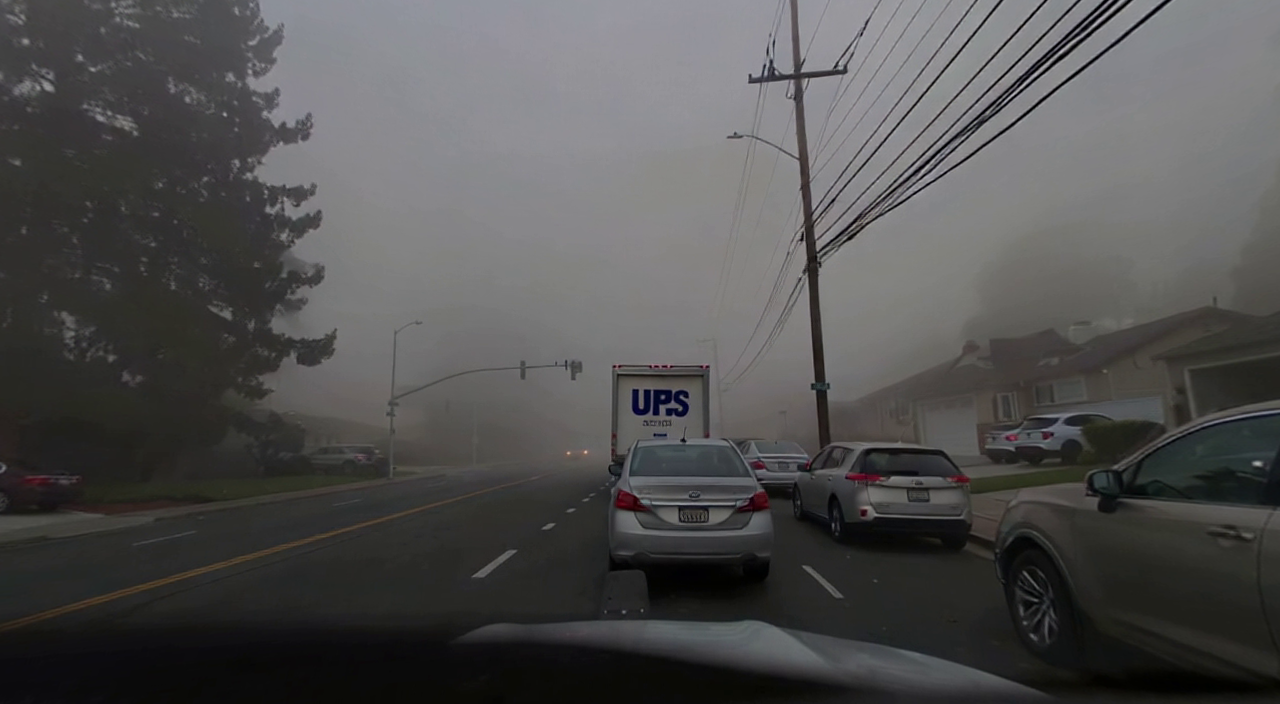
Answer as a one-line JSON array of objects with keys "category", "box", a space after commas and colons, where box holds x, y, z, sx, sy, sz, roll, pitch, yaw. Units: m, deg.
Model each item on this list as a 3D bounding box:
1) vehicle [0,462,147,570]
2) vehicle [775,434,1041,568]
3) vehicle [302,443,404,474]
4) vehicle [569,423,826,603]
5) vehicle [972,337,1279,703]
[{"category": "vehicle", "box": [-10.350, 2.488, 9.479, 1.925, 1.482, 4.753, 0, -8, 0]}, {"category": "vehicle", "box": [3.496, 2.013, 9.357, 1.993, 1.479, 4.487, 0, -8, 0]}, {"category": "vehicle", "box": [-17.435, 6.463, 38.303, 5.274, 1.793, 1.921, 0, -8, 3]}, {"category": "vehicle", "box": [0.473, 1.684, 7.533, 2.158, 1.499, 4.377, 0, -8, 0]}, {"category": "vehicle", "box": [3.324, 0.769, 1.932, 2.069, 1.722, 4.888, 0, -8, 2]}]
